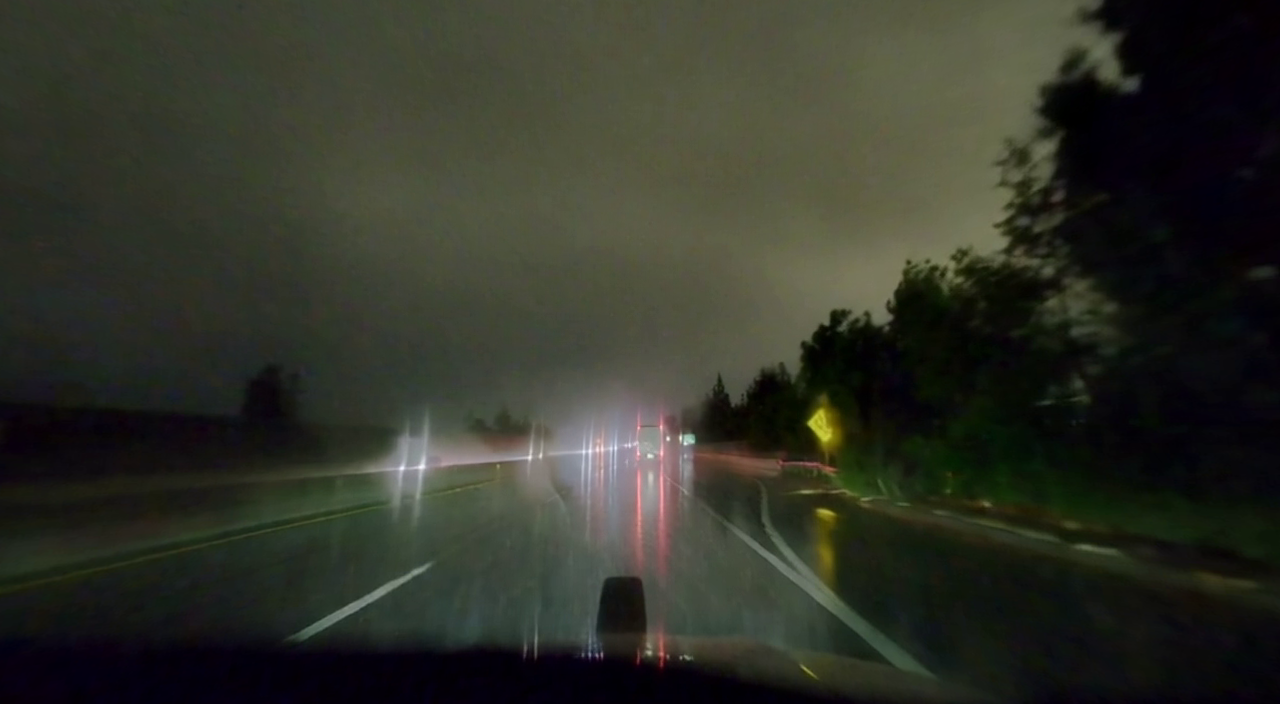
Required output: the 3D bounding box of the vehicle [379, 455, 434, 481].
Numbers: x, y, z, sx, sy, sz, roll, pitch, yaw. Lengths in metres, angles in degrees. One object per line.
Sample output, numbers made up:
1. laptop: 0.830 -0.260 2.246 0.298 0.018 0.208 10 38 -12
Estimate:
1. vehicle: -16.371 8.138 44.555 1.955 1.678 5.003 0 -9 1
